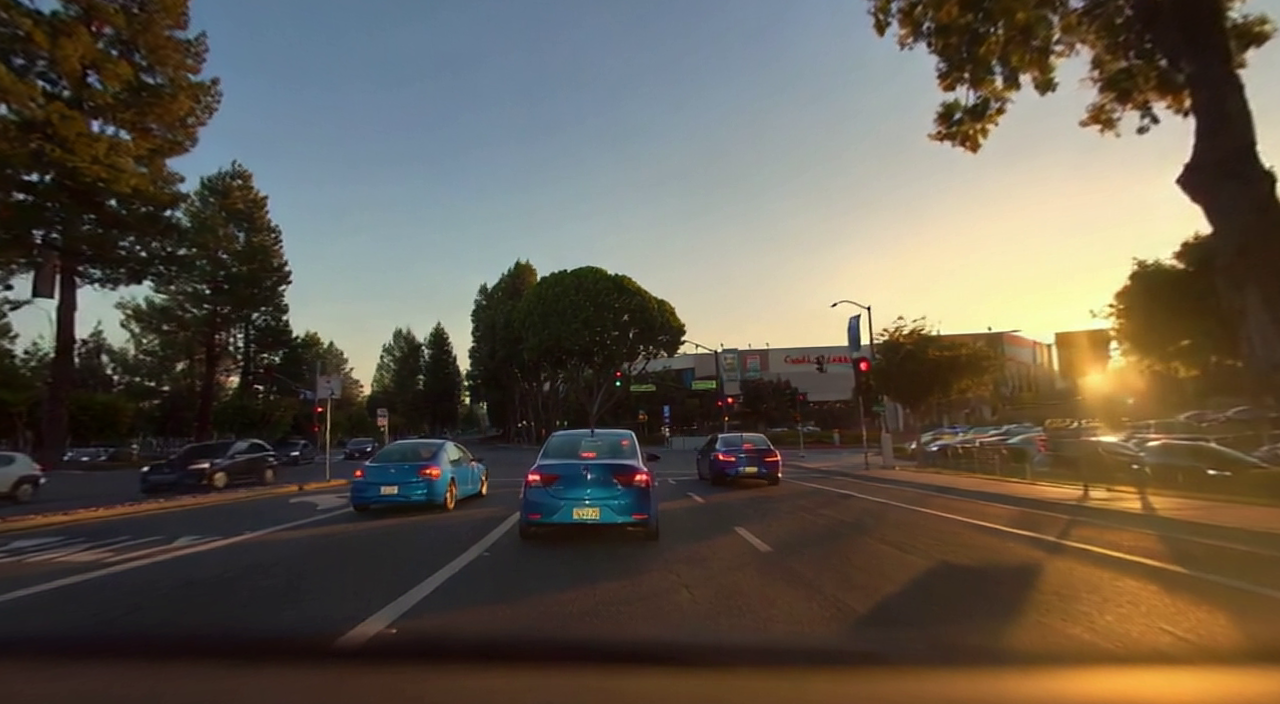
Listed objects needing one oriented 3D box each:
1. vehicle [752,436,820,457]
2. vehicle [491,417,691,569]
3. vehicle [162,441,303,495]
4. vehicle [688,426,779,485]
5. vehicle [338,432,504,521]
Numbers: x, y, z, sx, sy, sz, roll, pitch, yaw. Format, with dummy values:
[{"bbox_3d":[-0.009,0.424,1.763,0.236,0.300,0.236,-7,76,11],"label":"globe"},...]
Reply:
[{"bbox_3d":[10.574,6.884,45.938,4.428,1.478,1.772,0,-9,-3],"label":"vehicle"},{"bbox_3d":[-0.628,1.762,8.657,2.045,1.533,4.183,0,-8,-4],"label":"vehicle"},{"bbox_3d":[-13.304,3.774,20.980,1.954,1.583,4.175,0,-8,-2],"label":"vehicle"},{"bbox_3d":[2.881,3.317,20.457,2.028,1.678,4.220,0,-8,-4],"label":"vehicle"},{"bbox_3d":[-4.020,2.334,12.349,1.998,1.452,3.773,0,-8,-2],"label":"vehicle"}]
